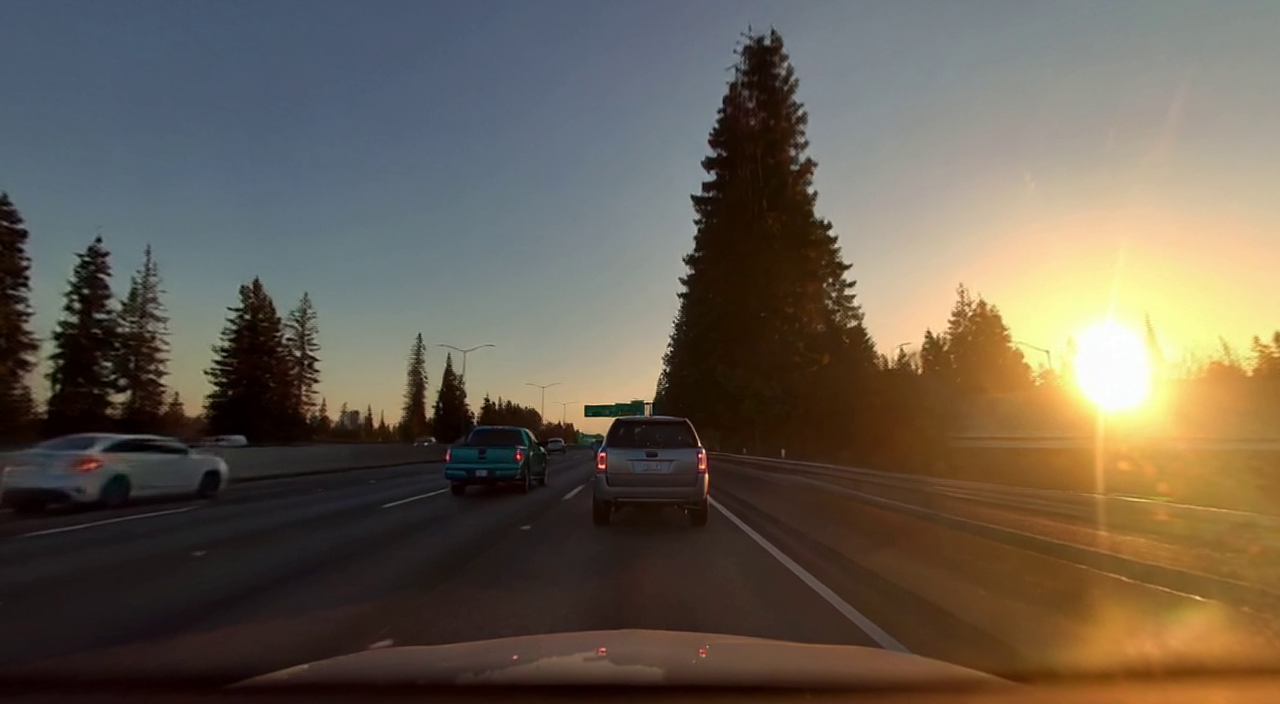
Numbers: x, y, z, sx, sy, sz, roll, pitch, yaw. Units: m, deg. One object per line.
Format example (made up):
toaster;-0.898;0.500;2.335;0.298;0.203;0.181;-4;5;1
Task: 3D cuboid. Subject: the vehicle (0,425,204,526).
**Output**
vehicle;-10.470;2.101;11.180;2.002;1.484;4.798;0;-8;1

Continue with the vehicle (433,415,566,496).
vehicle;-3.784;2.953;18.339;2.486;1.962;5.525;0;-8;1

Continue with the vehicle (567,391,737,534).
vehicle;0.162;1.908;11.362;2.395;2.013;4.734;0;-8;0
